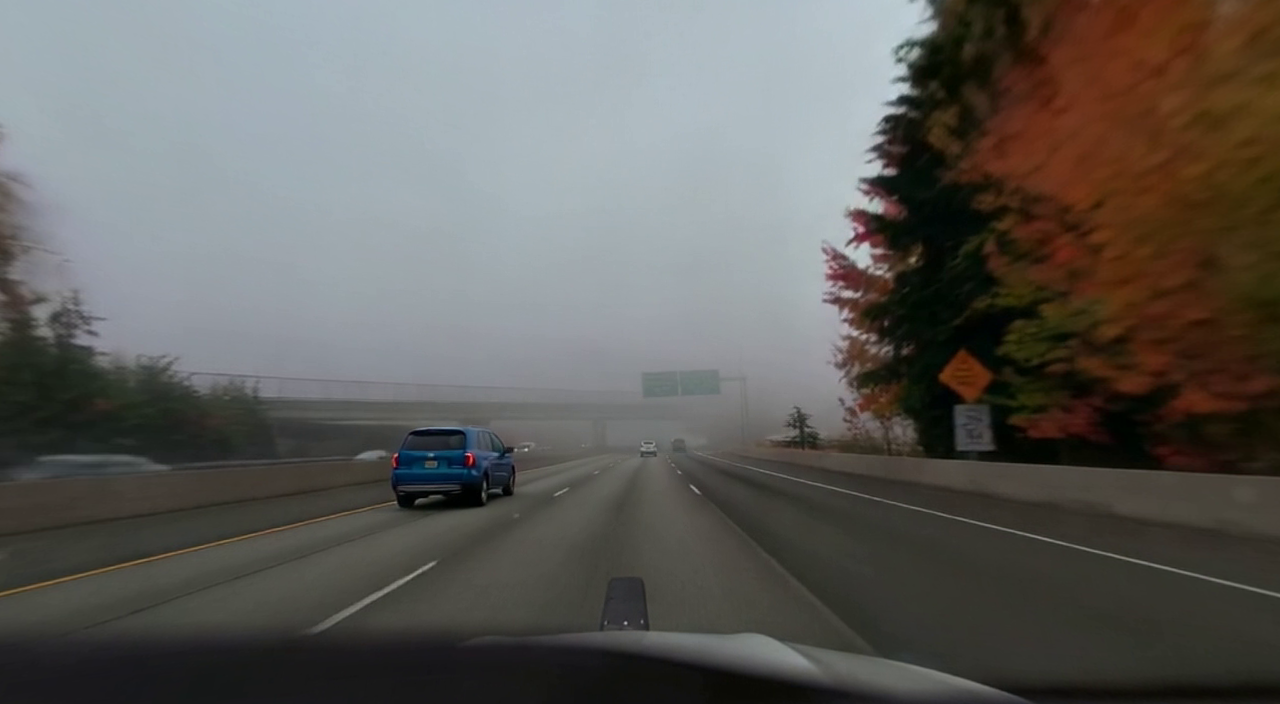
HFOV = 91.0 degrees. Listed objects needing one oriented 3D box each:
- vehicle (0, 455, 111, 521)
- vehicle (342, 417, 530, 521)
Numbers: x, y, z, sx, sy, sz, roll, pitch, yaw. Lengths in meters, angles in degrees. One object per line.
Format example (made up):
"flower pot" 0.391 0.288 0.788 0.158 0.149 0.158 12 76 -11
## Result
"vehicle" -16.492 3.471 16.211 1.825 1.529 4.419 0 -8 0
"vehicle" -3.765 2.254 12.646 2.177 1.707 4.432 0 -8 1
